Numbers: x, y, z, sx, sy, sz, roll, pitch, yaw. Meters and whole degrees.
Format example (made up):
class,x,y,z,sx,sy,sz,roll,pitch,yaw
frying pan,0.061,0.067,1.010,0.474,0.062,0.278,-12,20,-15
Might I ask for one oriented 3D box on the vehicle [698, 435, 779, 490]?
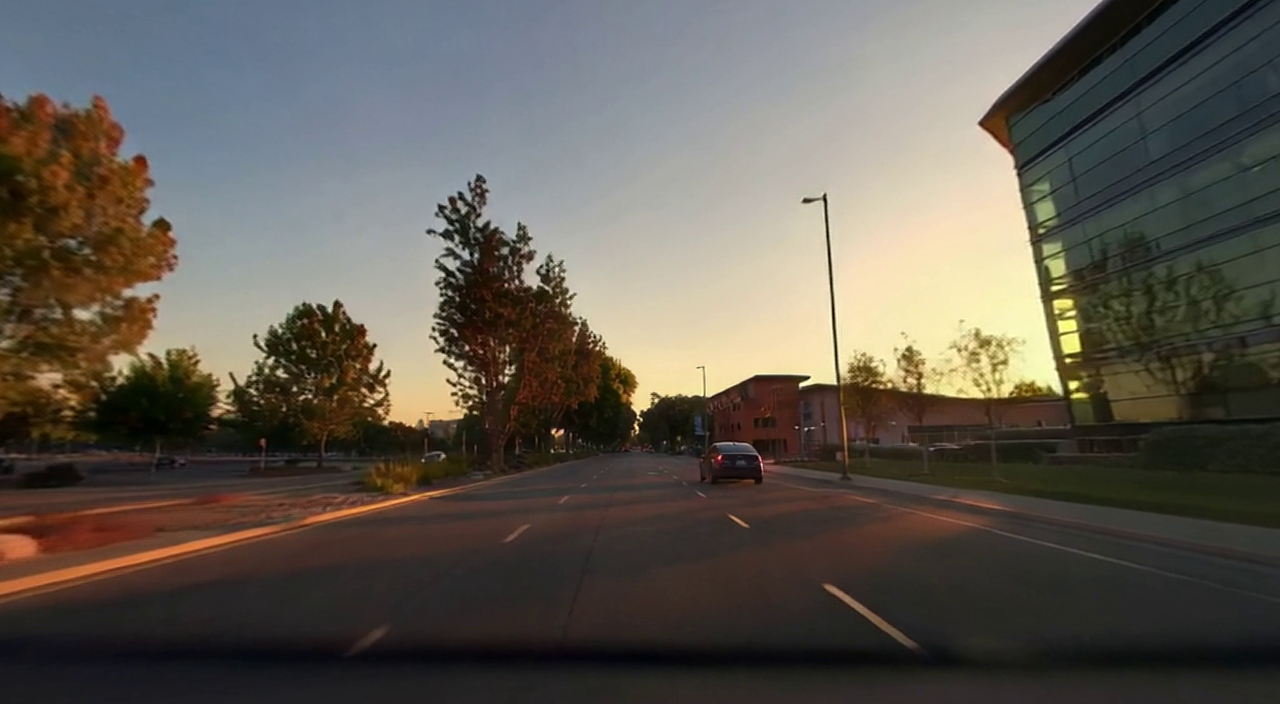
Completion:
class,x,y,z,sx,sy,sz,roll,pitch,yaw
vehicle,3.408,3.925,22.731,2.083,1.743,4.354,0,-9,-2
